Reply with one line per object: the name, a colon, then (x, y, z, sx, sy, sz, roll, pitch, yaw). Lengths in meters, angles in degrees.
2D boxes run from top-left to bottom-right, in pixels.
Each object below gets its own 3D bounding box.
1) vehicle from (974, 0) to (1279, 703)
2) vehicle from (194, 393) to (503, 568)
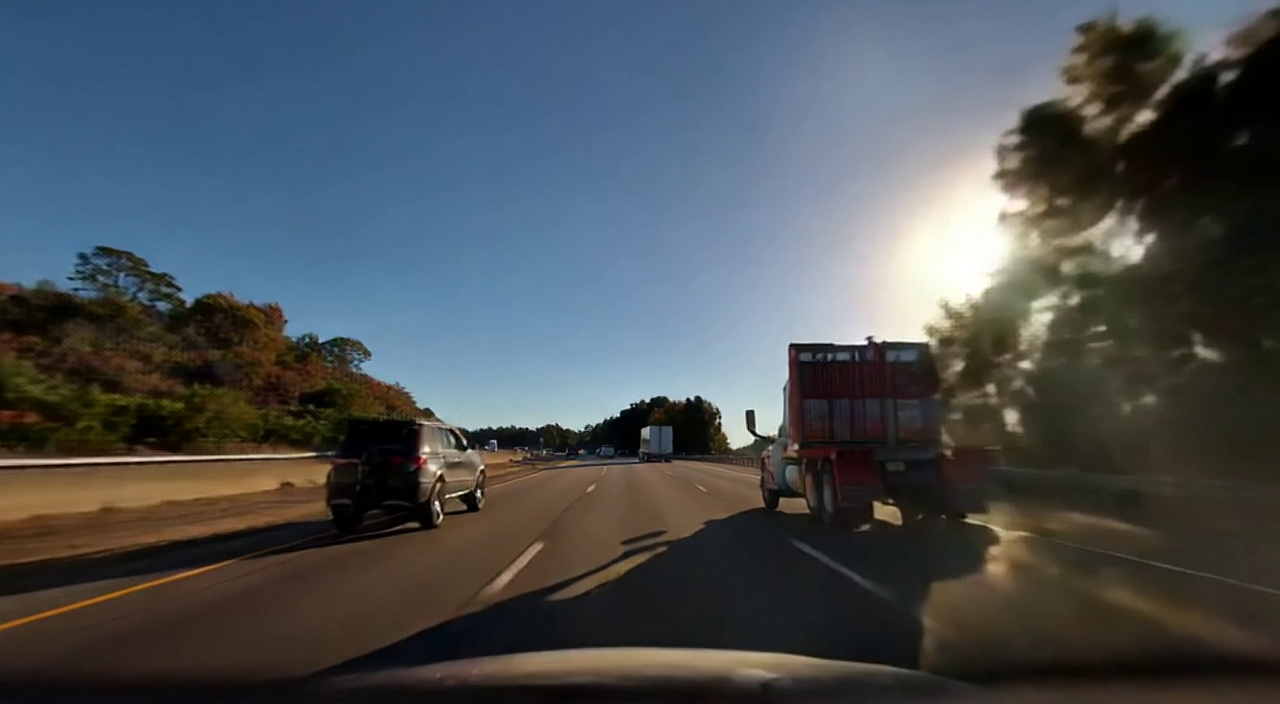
vehicle: (4.274, -0.487, 1.017, 2.826, 4.035, 8.369, 0, -9, 1)
vehicle: (-3.822, 1.827, 9.655, 2.337, 1.942, 4.984, 0, -9, 0)
